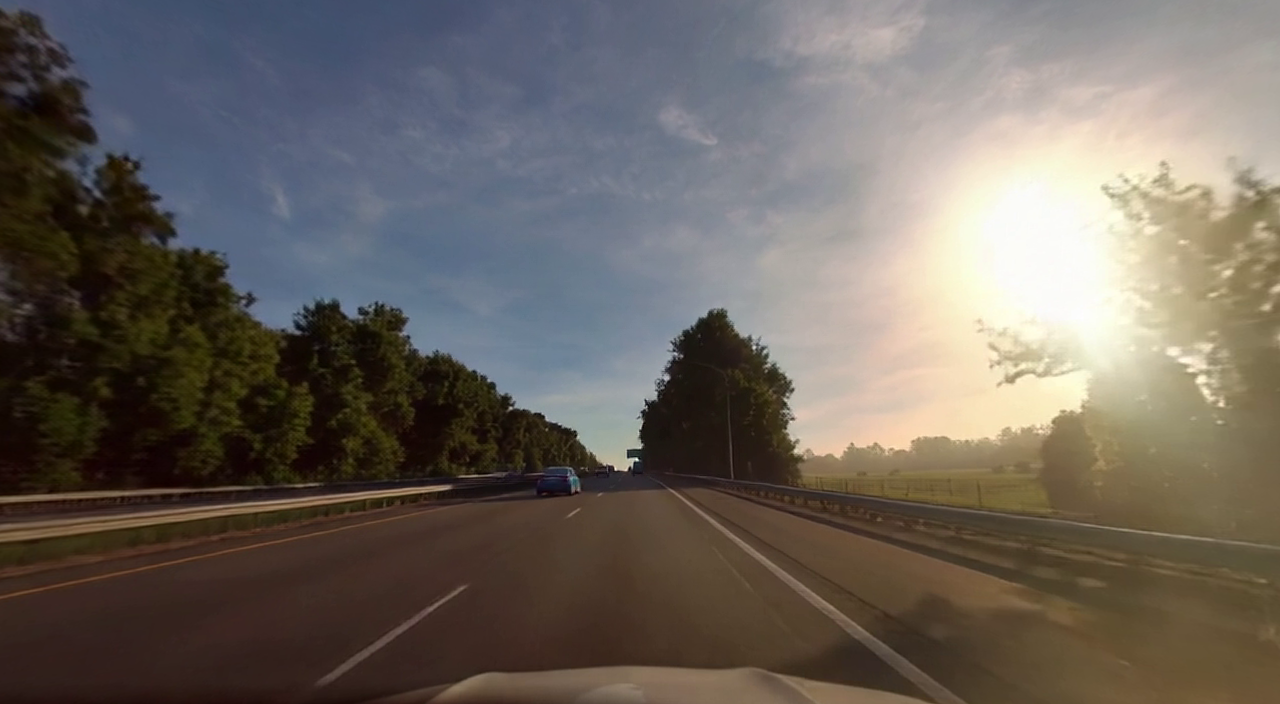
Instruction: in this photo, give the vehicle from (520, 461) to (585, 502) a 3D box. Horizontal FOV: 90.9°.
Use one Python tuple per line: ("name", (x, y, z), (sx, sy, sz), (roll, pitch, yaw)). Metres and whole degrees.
("vehicle", (-3.594, 5.475, 26.874), (2.006, 1.516, 4.820), (1, -11, 1))
